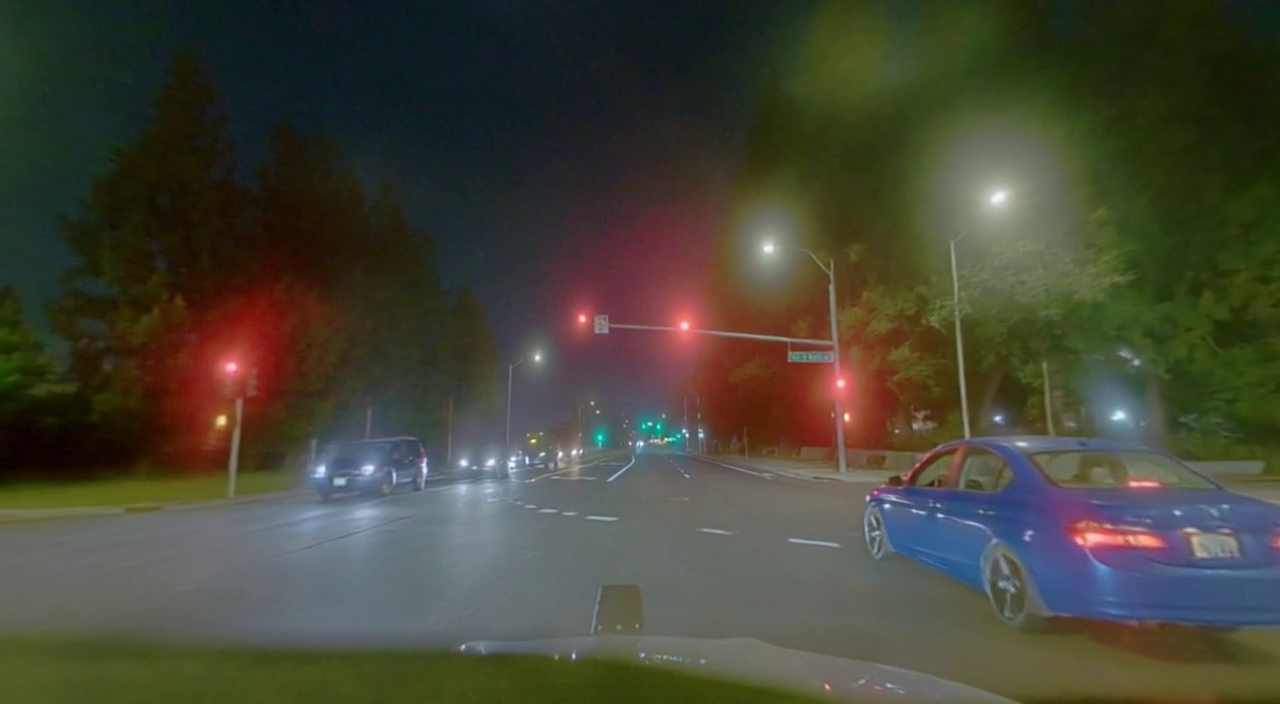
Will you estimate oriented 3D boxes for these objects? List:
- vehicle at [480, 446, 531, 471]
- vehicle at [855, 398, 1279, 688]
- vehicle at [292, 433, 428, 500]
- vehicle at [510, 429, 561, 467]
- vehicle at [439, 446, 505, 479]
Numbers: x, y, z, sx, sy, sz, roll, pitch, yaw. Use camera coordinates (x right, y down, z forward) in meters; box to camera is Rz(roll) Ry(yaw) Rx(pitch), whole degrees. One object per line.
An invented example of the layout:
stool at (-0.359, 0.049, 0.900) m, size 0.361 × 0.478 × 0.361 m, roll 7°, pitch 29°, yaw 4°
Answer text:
vehicle at (-8.489, 6.763, 40.310) m, size 2.190 × 1.455 × 4.516 m, roll 0°, pitch -8°, yaw 1°
vehicle at (3.886, 1.374, 5.908) m, size 2.129 × 1.581 × 4.780 m, roll 0°, pitch -8°, yaw 1°
vehicle at (-8.714, 3.570, 20.245) m, size 2.130 × 1.874 × 4.691 m, roll 0°, pitch -8°, yaw 1°
vehicle at (-8.054, 7.440, 49.504) m, size 2.617 × 2.736 × 6.621 m, roll -1°, pitch -8°, yaw 2°
vehicle at (-8.185, 5.405, 31.302) m, size 1.906 × 1.468 × 4.686 m, roll 0°, pitch -8°, yaw 1°
